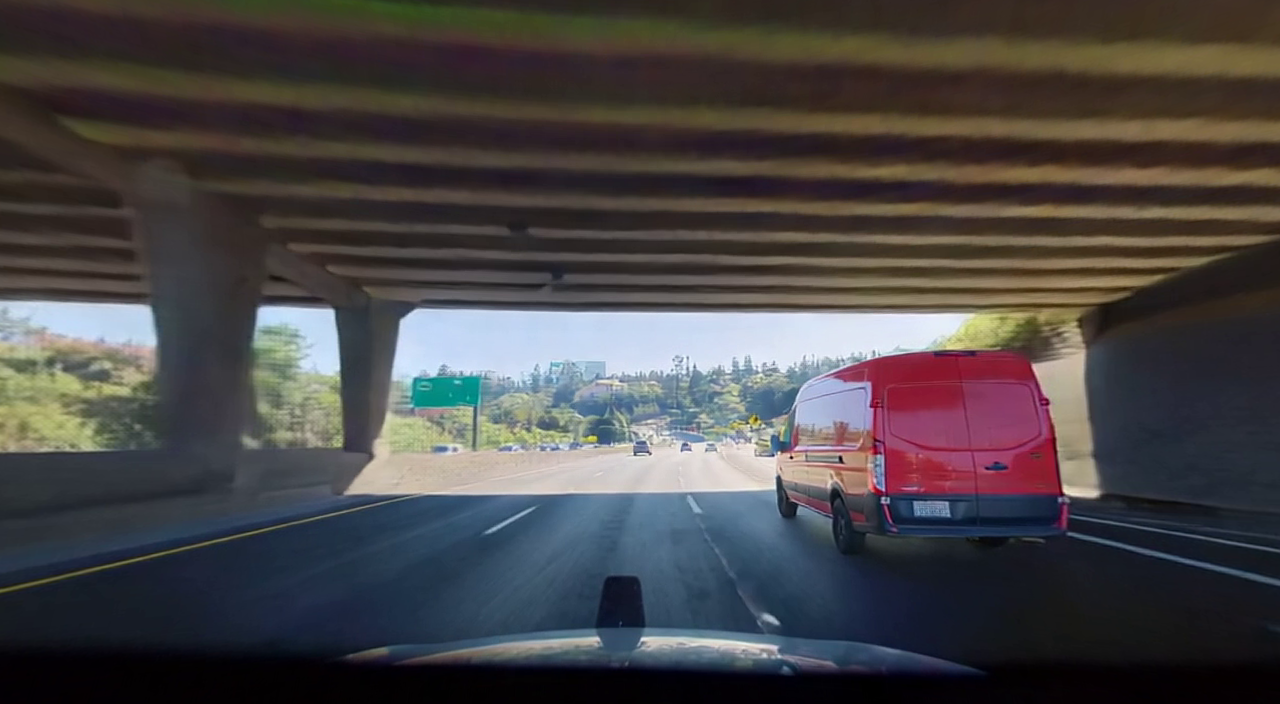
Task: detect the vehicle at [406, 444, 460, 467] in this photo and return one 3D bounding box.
[{"bbox_3d":[-15.258,7.636,46.890,2.086,1.630,4.882,-1,-8,4],"label":"vehicle"}]

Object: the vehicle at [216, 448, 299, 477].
[{"bbox_3d":[-23.361,6.735,38.849,1.914,1.600,4.603,-1,-8,5],"label":"vehicle"}]
